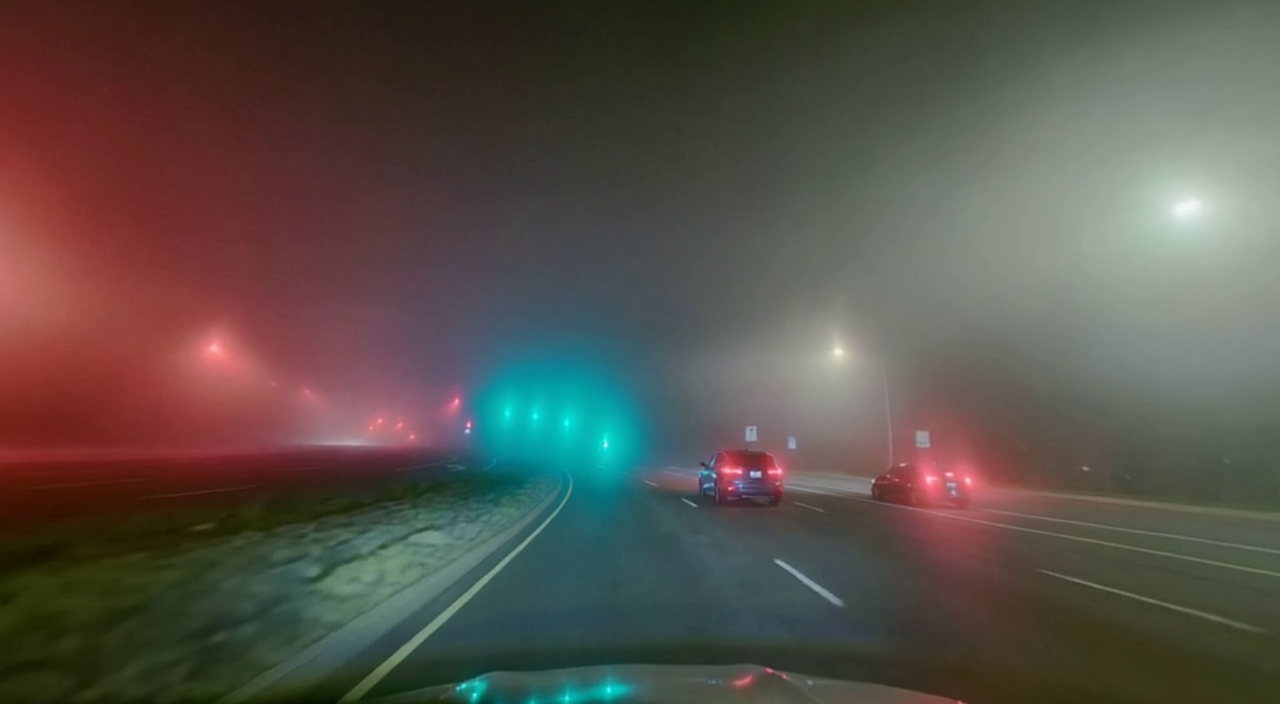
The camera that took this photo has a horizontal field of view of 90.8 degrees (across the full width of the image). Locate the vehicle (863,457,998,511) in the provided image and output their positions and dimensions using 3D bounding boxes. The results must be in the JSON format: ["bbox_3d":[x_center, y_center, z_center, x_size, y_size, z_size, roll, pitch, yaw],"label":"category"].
[{"bbox_3d":[9.347,4.251,20.877,1.940,1.460,4.652,1,-8,-5],"label":"vehicle"}]

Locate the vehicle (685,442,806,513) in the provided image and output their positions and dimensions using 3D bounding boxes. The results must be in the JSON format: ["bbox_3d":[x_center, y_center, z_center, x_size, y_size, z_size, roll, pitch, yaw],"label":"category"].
[{"bbox_3d":[2.654,3.290,17.202,2.122,1.646,4.525,1,-9,-5],"label":"vehicle"}]
